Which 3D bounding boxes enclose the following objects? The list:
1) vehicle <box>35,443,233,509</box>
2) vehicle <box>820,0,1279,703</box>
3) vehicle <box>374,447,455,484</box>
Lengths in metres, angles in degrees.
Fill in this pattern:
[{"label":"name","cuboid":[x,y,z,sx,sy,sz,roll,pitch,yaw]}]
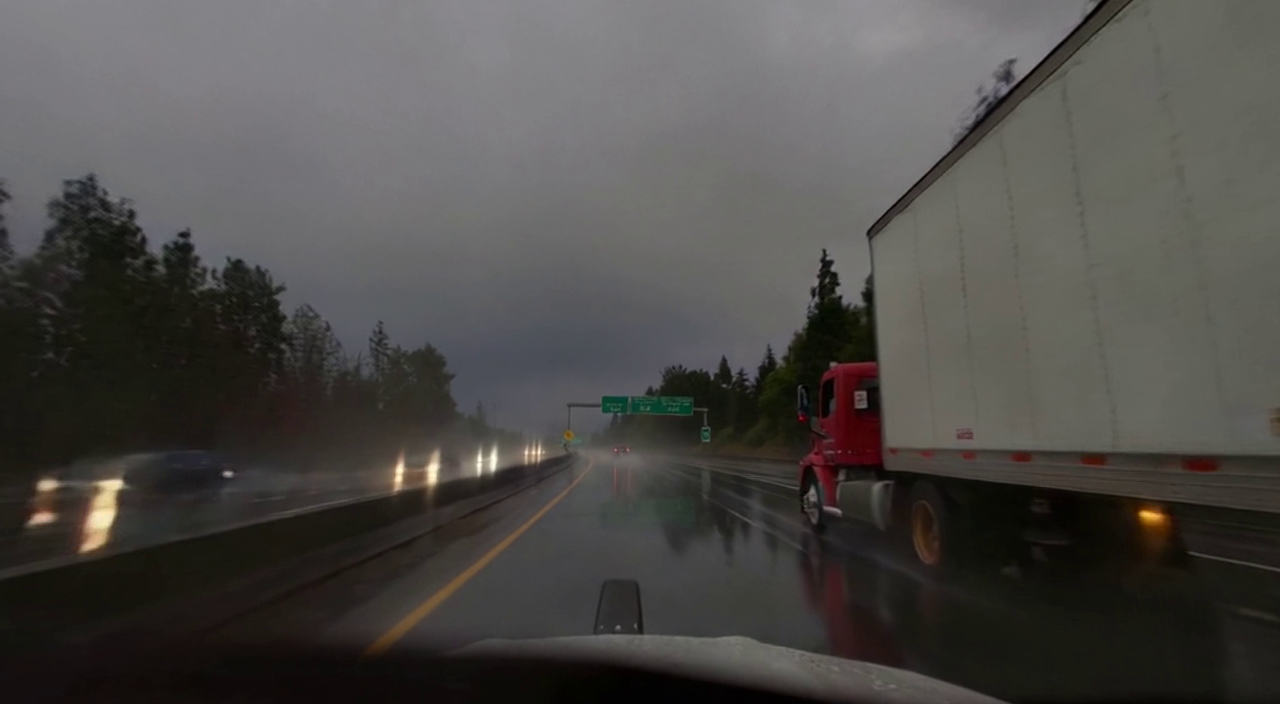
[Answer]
[{"label":"vehicle","cuboid":[-14.097,3.434,17.913,1.928,1.599,4.549,0,-9,-2]},{"label":"vehicle","cuboid":[4.329,-0.094,4.128,3.016,3.971,10.405,0,-9,-1]},{"label":"vehicle","cuboid":[-10.009,5.037,28.234,1.977,1.511,4.668,0,-9,-1]}]
